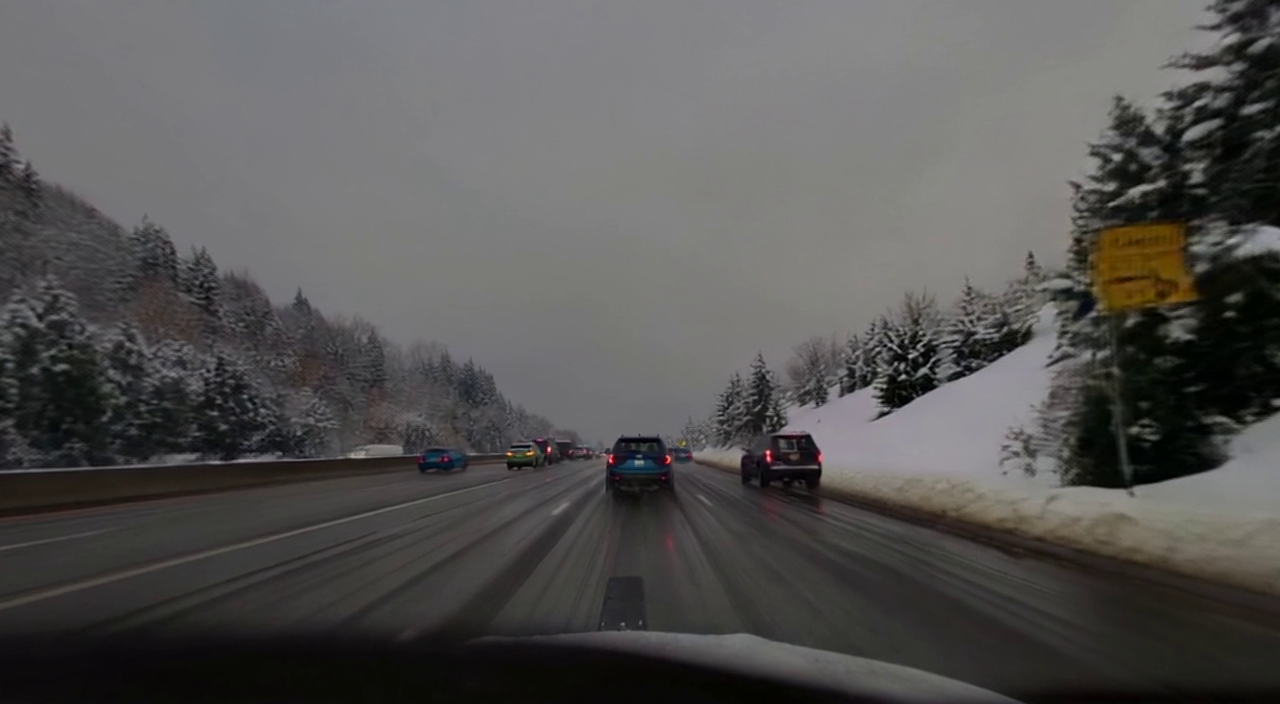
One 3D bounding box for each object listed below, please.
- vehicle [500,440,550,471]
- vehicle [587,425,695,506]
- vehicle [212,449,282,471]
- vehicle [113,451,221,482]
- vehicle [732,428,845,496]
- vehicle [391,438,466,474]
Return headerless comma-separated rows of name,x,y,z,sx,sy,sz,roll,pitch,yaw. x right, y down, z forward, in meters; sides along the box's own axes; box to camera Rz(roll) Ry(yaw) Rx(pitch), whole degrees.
vehicle,-6.768,6.159,37.592,2.024,1.706,4.462,0,-9,1
vehicle,0.049,2.911,16.532,2.447,1.804,4.273,0,-9,1
vehicle,-28.449,7.803,45.854,1.952,1.536,4.862,0,-9,1
vehicle,-24.444,5.909,32.819,2.145,1.448,4.370,0,-9,1
vehicle,4.494,3.469,20.286,2.204,1.852,5.845,0,-9,0
vehicle,-11.199,5.550,33.891,2.223,1.781,5.098,0,-9,1
